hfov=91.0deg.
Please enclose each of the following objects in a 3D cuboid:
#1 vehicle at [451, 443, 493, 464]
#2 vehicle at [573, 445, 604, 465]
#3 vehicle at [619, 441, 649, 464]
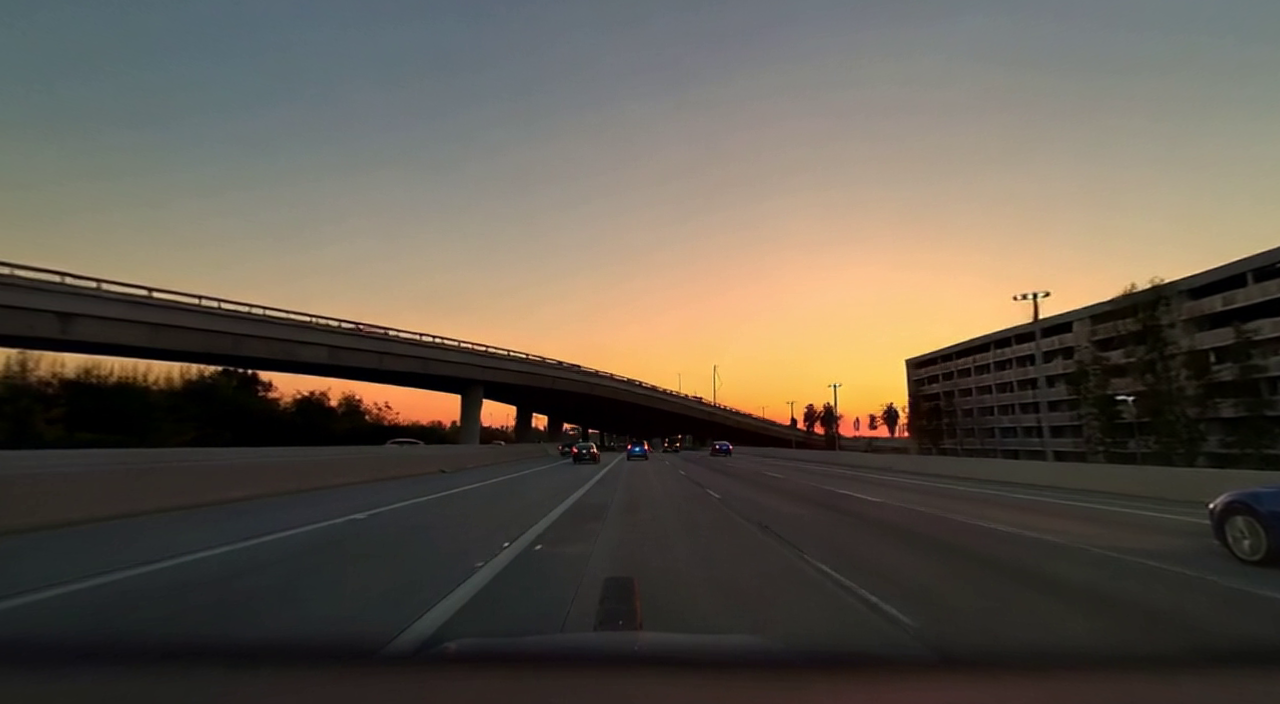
[{"bbox_3d":[-12.656,7.629,47.558,1.901,1.488,4.435,0,-8,1],"label":"vehicle"},{"bbox_3d":[-3.604,7.308,44.688,1.825,1.347,3.773,0,-8,0],"label":"vehicle"},{"bbox_3d":[-0.388,7.157,44.836,2.036,1.542,3.891,0,-8,0],"label":"vehicle"}]
